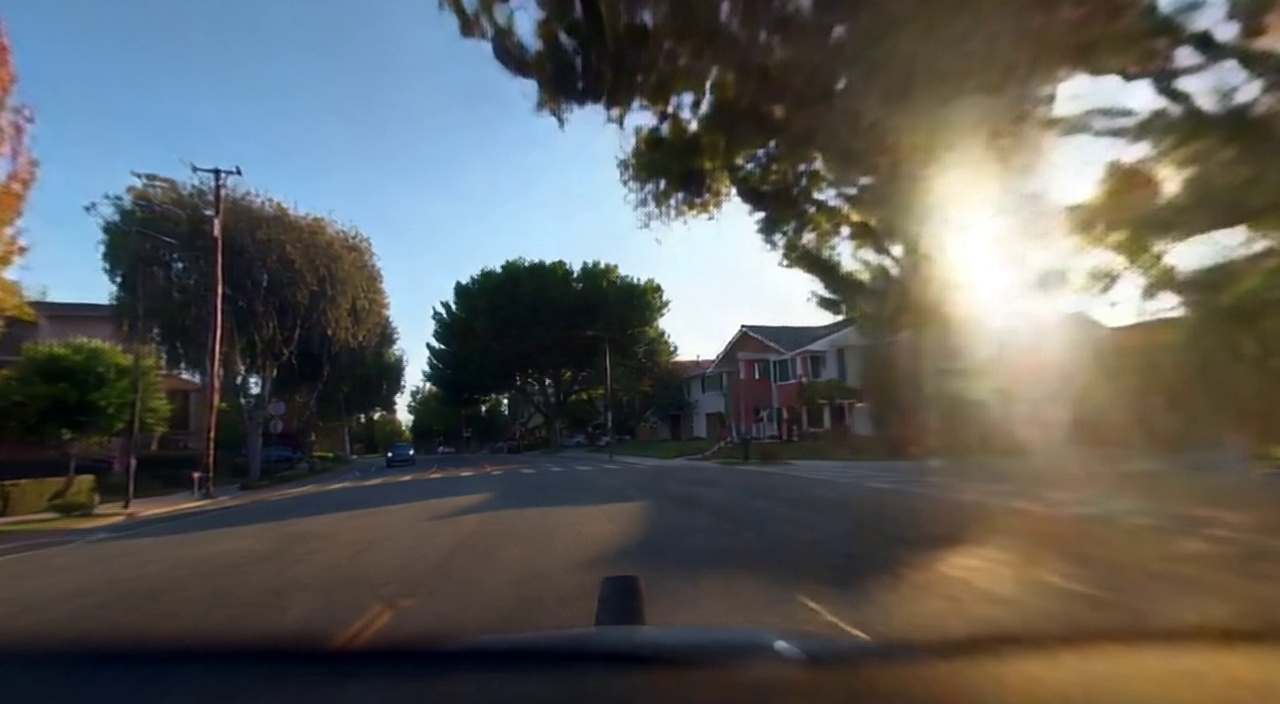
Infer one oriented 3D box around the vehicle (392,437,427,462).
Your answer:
[{"bbox_3d":[-17.634,7.445,48.268,2.247,1.801,4.672,3,-9,-22],"label":"vehicle"}]
